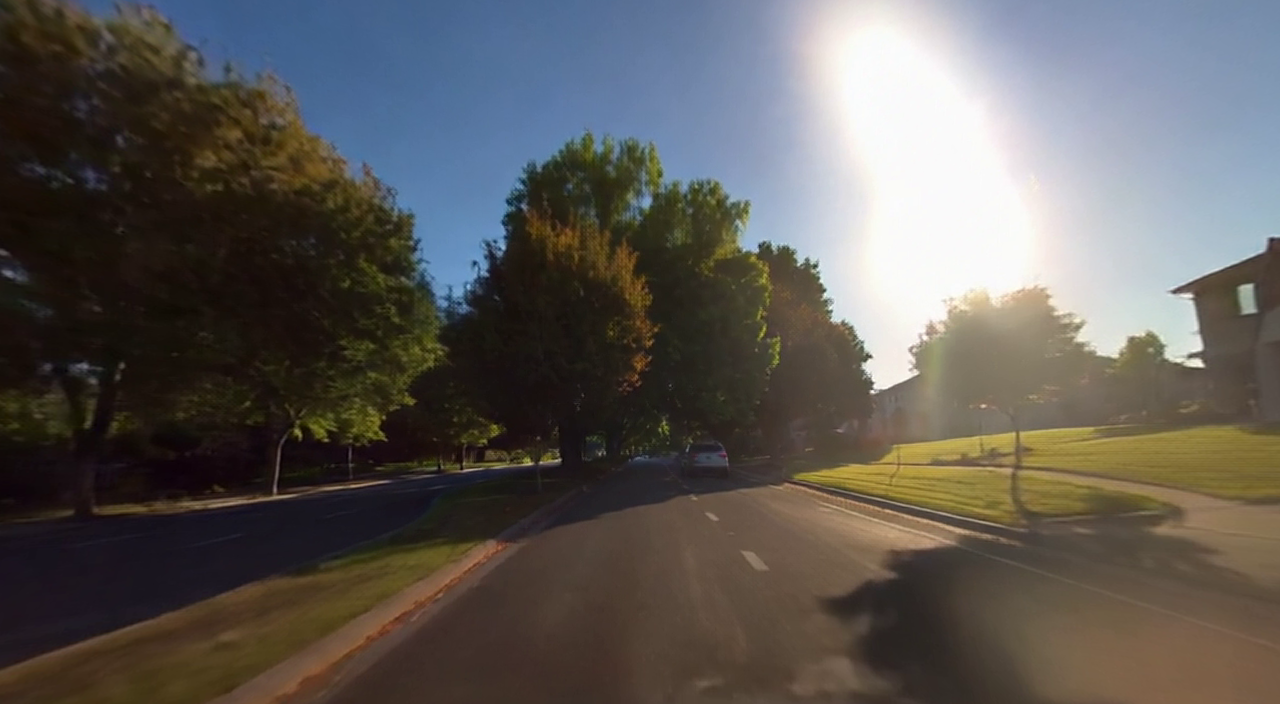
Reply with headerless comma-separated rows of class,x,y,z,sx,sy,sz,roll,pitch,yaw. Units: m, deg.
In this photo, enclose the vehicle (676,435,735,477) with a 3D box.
vehicle,2.898,4.738,28.908,2.180,1.773,4.639,0,-9,-1
